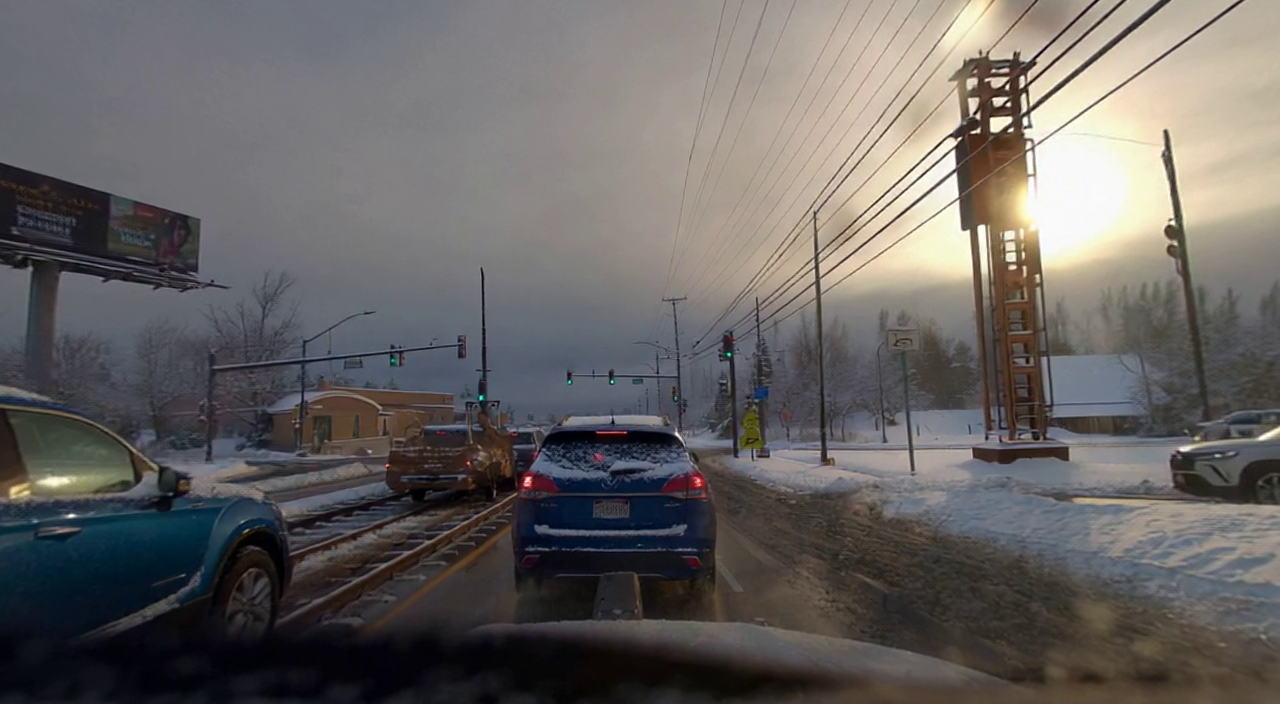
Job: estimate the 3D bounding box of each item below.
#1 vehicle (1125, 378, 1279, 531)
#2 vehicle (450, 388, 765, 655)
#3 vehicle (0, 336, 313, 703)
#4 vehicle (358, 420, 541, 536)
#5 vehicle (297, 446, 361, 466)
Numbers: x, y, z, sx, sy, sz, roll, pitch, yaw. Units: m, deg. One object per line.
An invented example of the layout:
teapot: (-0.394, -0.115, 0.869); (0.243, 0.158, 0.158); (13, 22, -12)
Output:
vehicle: (9.615, 1.312, 8.182); (5.060, 1.702, 2.033); (1, -9, -4)
vehicle: (-0.212, 1.371, 5.990); (2.025, 1.723, 3.644); (0, -9, 0)
vehicle: (-3.931, 0.862, 2.969); (2.052, 1.814, 5.184); (0, -9, -1)
vehicle: (-3.145, 2.183, 11.506); (1.988, 1.678, 4.317); (0, -9, 0)
vehicle: (-24.193, 8.065, 49.086); (4.357, 1.444, 1.842); (-3, -9, 19)
